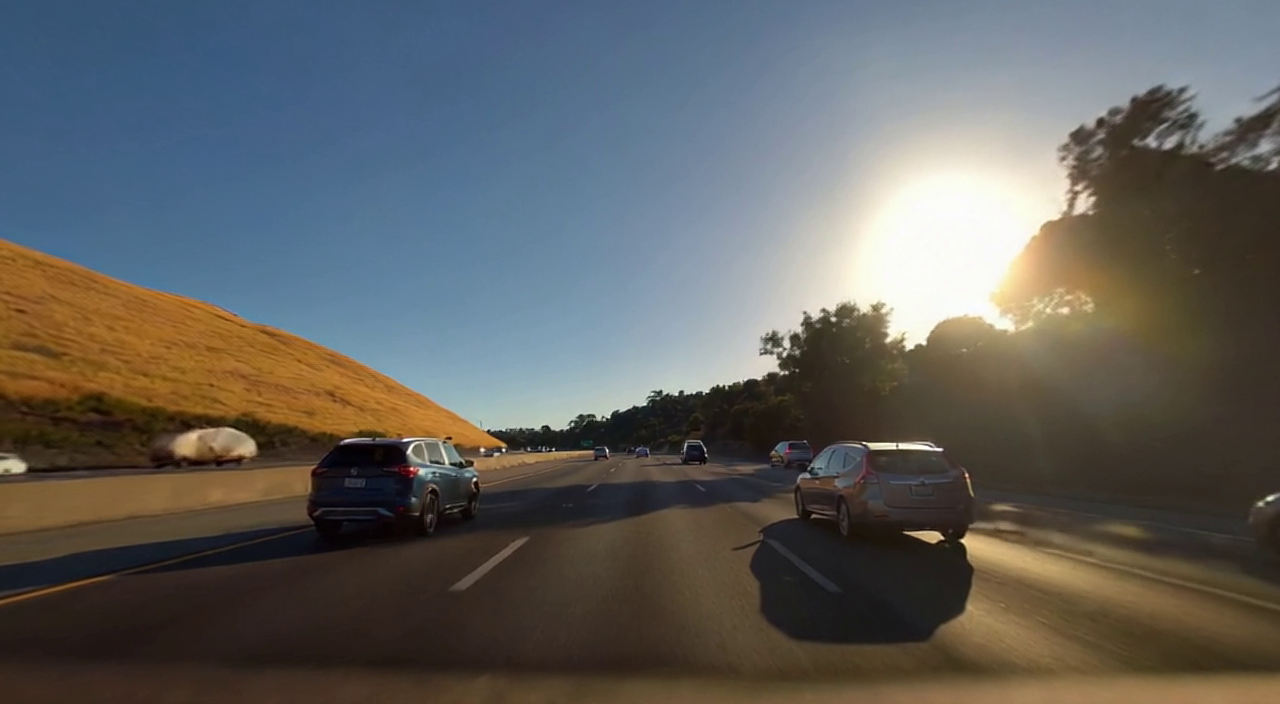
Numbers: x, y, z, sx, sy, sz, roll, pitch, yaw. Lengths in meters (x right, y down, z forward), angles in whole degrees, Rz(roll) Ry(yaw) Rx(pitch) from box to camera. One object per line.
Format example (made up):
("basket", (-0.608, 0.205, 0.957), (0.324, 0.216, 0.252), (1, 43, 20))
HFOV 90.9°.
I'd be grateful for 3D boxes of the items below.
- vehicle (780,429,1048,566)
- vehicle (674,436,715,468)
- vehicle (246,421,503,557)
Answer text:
("vehicle", (3.489, 1.919, 9.115), (1.941, 1.481, 4.300), (0, -9, 0))
("vehicle", (3.459, 6.484, 40.980), (2.121, 1.925, 5.056), (0, -9, -1))
("vehicle", (-3.810, 2.053, 10.155), (2.166, 1.672, 4.388), (0, -9, 1))
